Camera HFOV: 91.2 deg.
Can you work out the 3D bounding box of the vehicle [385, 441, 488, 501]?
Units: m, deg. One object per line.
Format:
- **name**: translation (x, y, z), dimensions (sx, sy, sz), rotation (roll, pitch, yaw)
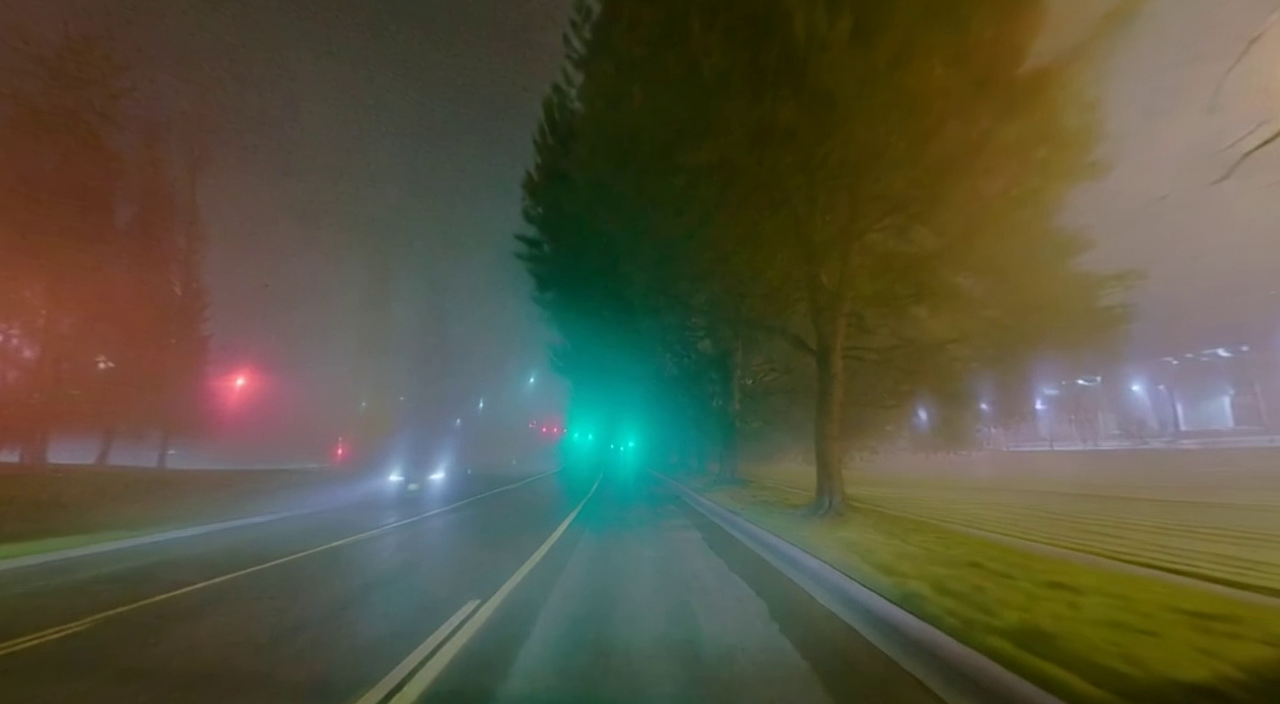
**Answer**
- **vehicle**: translation (-6.429, 3.794, 20.351), dimensions (2.017, 1.725, 4.115), rotation (0, -9, -1)
